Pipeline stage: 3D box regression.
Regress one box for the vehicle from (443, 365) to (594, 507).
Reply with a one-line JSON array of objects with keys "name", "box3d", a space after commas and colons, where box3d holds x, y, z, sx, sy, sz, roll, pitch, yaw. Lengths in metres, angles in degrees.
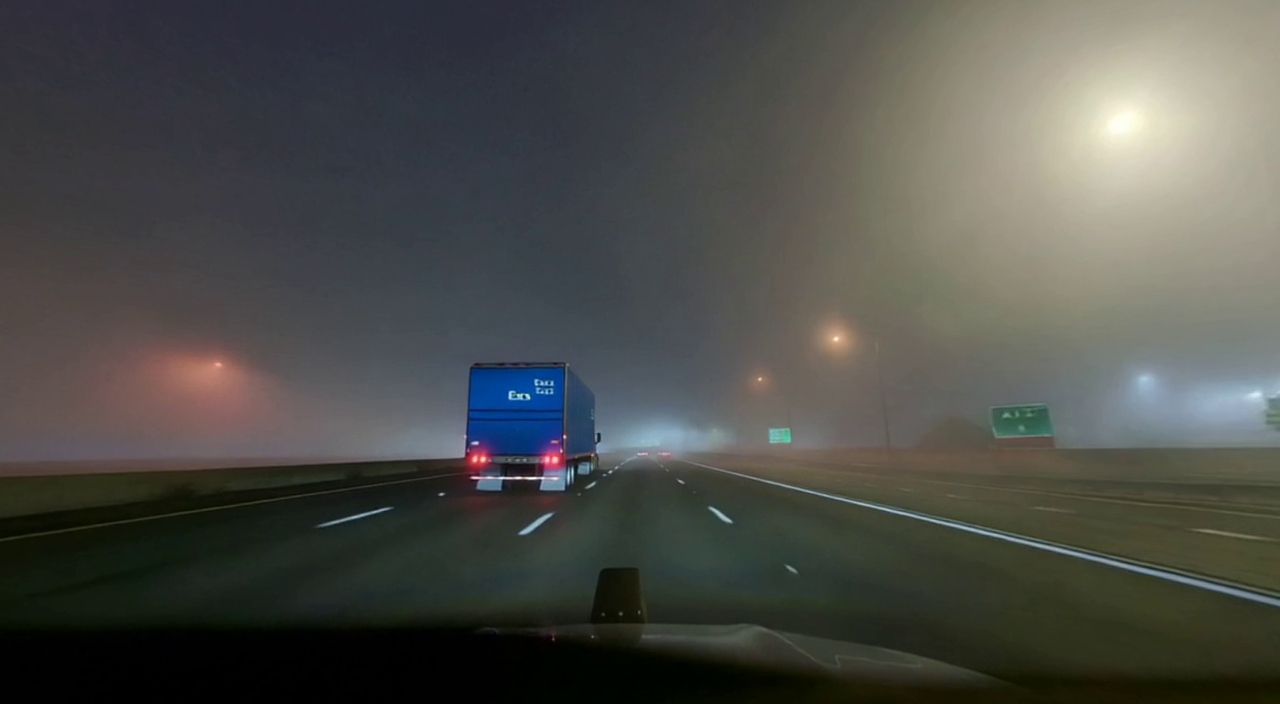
[{"name": "vehicle", "box3d": [-3.240, 2.669, 19.532, 2.922, 3.458, 8.360, 0, -9, 0]}]
